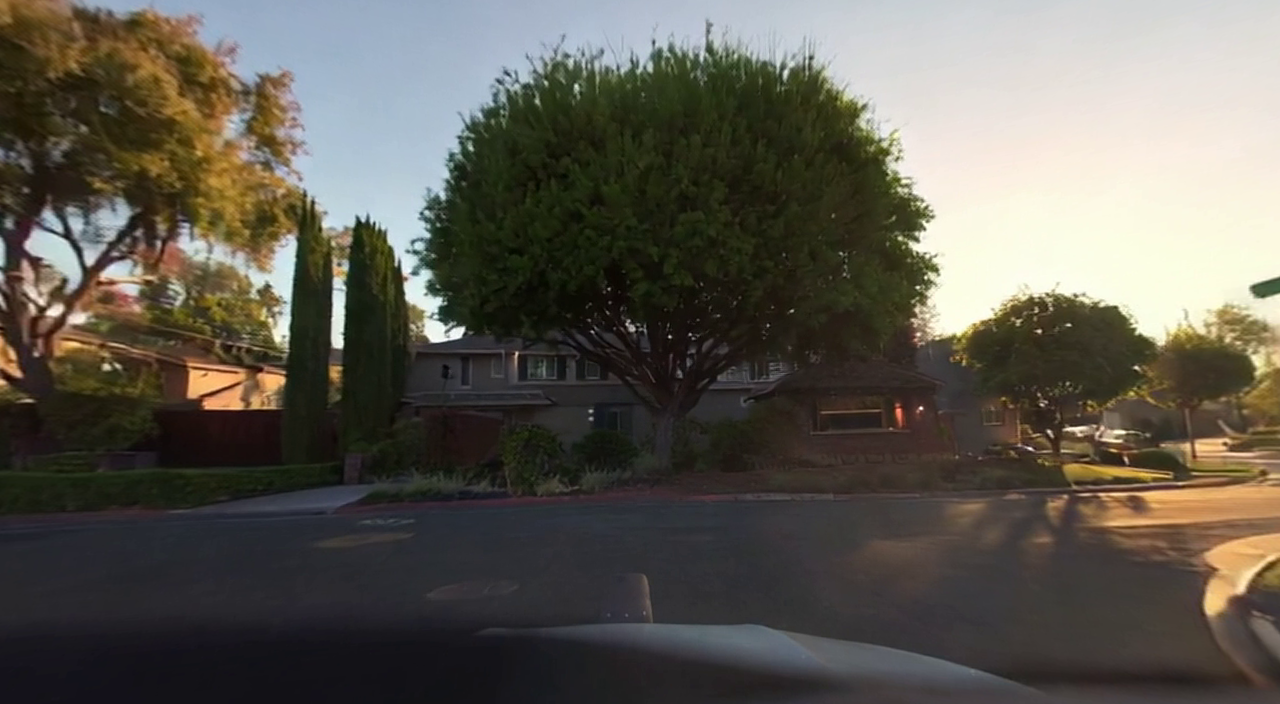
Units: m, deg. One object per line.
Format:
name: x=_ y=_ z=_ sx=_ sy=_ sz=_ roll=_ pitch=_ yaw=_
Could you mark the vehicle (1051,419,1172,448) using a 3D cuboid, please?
vehicle: x=25.635 y=4.447 z=34.363 sx=5.089 sy=1.517 sz=1.791 roll=0 pitch=-7 yaw=1
